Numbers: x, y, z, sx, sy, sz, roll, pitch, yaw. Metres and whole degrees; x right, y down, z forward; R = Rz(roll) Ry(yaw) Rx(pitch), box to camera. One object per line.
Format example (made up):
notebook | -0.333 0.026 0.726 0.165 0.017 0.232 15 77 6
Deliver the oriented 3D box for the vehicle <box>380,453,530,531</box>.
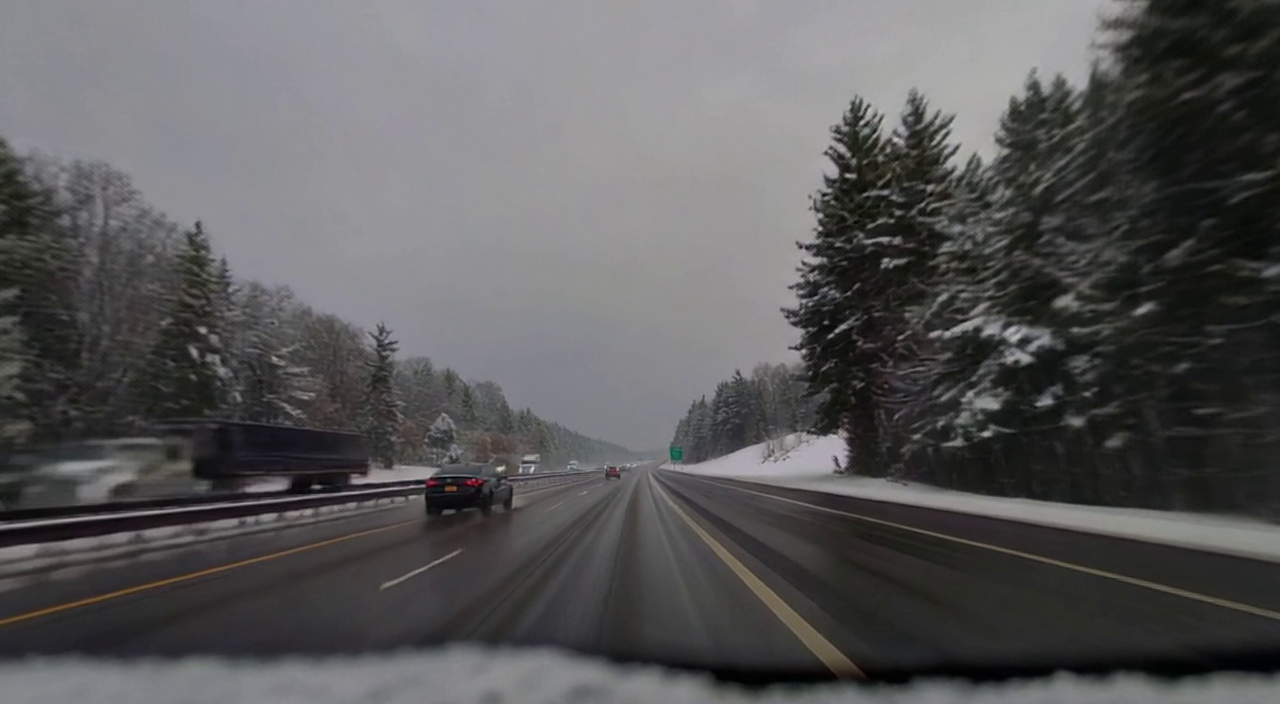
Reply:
vehicle | -3.992 3.134 14.534 2.043 1.486 4.442 0 -10 1

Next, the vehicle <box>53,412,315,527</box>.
vehicle | -13.576 3.670 19.856 2.731 2.903 7.291 1 -10 0
